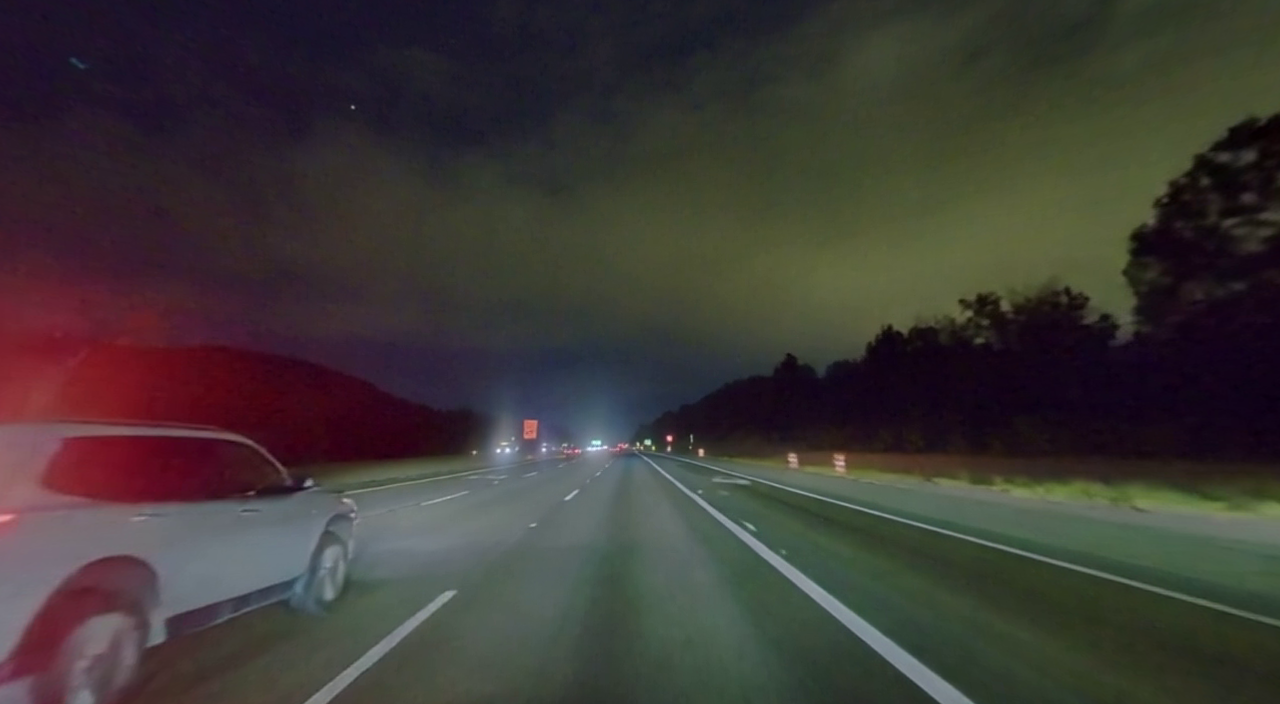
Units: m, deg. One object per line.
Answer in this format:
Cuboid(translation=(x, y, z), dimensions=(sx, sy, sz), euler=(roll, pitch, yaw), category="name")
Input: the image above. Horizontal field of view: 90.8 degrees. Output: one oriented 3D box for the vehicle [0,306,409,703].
Cuboid(translation=(-3.056, 0.915, 3.212), dimensions=(2.103, 1.715, 4.371), euler=(0, -9, 0), category="vehicle")
